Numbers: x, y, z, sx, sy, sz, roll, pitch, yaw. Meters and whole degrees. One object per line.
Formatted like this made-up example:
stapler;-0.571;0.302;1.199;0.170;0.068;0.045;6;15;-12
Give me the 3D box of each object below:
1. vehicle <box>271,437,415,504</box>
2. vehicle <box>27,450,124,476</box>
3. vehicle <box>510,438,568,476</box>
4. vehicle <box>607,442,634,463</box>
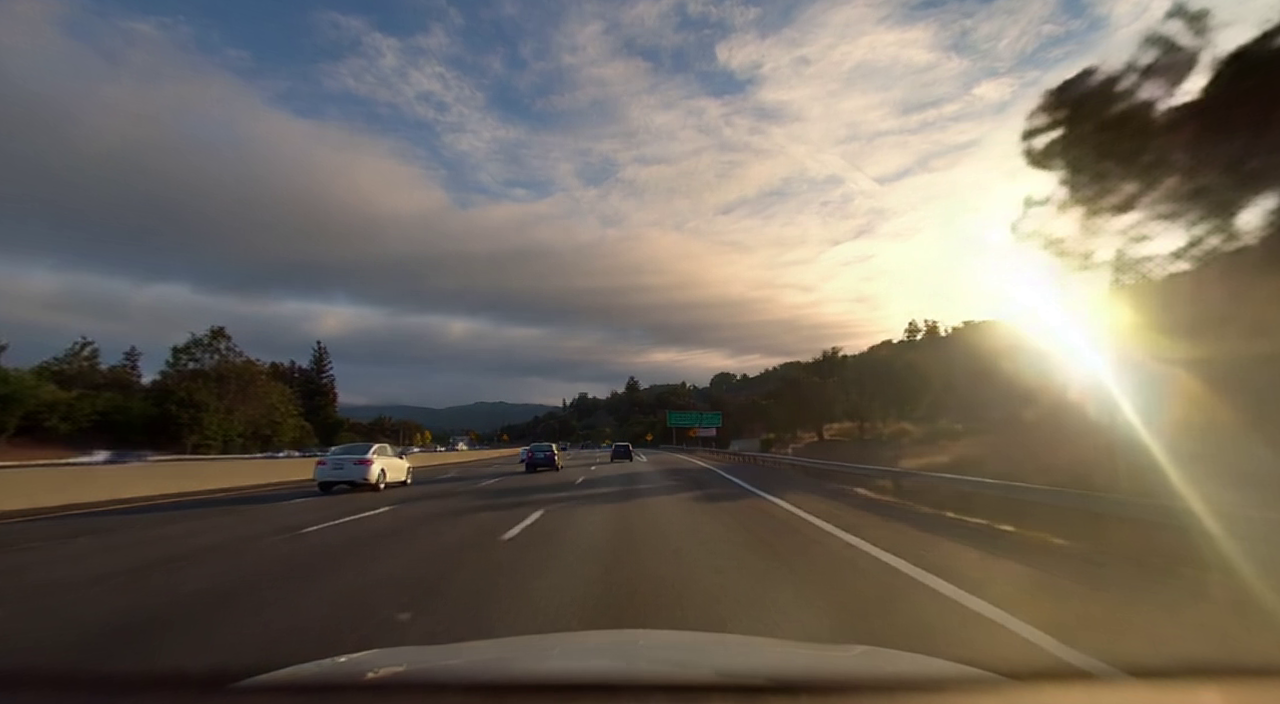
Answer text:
vehicle;-8.019;3.200;17.528;2.086;1.628;4.039;0;-8;-1
vehicle;-35.813;7.006;40.200;1.829;1.479;4.742;0;-8;-2
vehicle;-4.552;4.786;28.985;1.991;1.610;4.606;0;-8;-1
vehicle;-1.413;7.174;45.105;1.881;1.460;3.694;0;-8;-2
